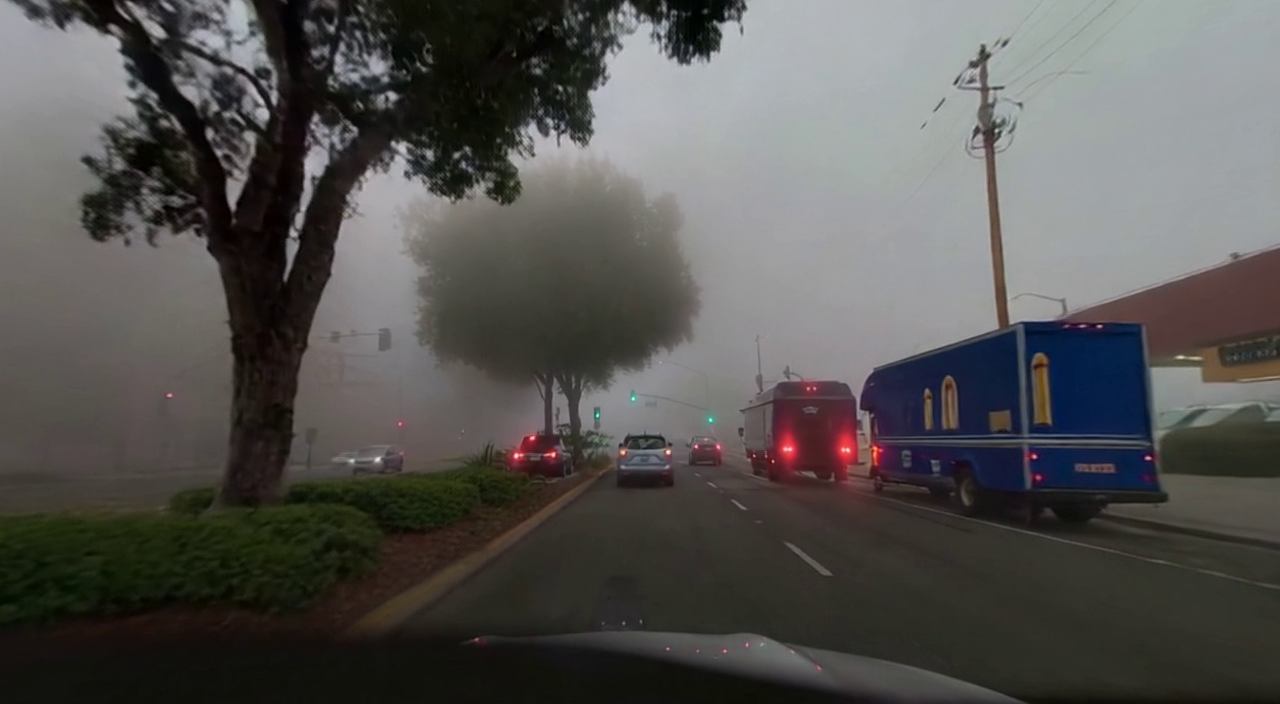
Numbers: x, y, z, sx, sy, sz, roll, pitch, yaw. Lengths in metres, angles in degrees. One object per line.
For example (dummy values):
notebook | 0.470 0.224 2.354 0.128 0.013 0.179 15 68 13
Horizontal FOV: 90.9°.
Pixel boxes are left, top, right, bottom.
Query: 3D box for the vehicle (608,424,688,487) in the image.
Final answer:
vehicle | 0.261 3.160 19.497 2.209 1.718 4.008 -1 -8 1

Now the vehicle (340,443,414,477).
vehicle | -13.487 5.515 32.618 1.928 1.497 4.446 -1 -7 0

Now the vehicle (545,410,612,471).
vehicle | -3.024 4.623 32.962 2.715 2.791 7.171 -1 -8 1

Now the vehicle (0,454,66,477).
vehicle | -41.425 7.663 42.847 1.795 1.416 4.294 2 -9 -17

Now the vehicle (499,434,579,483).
vehicle | -3.388 3.645 21.940 2.008 1.500 4.369 -1 -8 1

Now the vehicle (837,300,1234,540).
vehicle | 6.754 1.489 12.827 2.891 3.361 7.843 -1 -8 0

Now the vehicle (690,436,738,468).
vehicle | 3.798 5.228 33.118 2.075 1.540 4.411 -1 -8 1

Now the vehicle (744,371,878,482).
vehicle | 6.937 3.440 27.658 2.816 3.804 10.315 -3 -9 0
